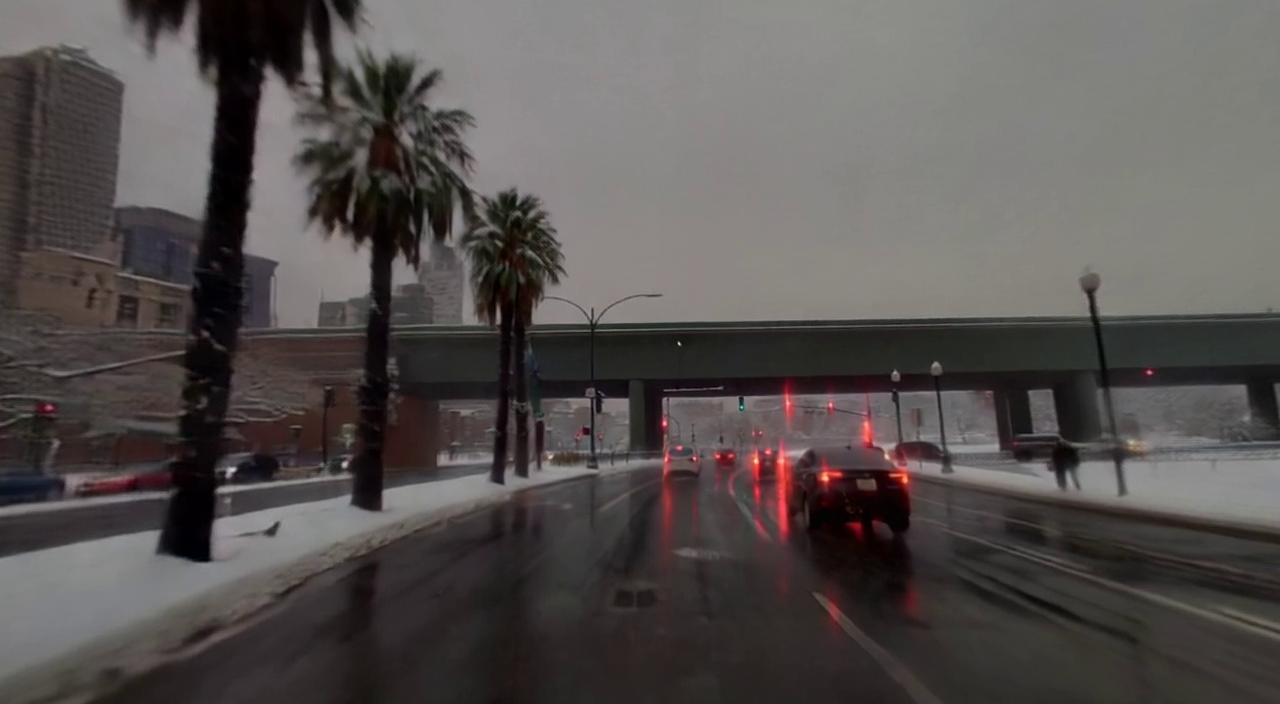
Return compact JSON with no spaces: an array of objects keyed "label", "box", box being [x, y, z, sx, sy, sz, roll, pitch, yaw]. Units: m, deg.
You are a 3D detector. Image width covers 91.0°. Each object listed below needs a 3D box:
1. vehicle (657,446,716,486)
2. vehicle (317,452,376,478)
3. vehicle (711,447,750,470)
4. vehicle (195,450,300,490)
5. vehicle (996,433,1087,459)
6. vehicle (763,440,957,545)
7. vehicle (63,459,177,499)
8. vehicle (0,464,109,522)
[{"label":"vehicle","box":[2.005,4.636,25.932,2.077,1.518,3.760,-2,-9,9]},{"label":"vehicle","box":[-21.984,8.470,47.320,2.106,1.791,4.618,0,-9,1]},{"label":"vehicle","box":[6.394,7.438,43.992,2.134,1.492,4.674,-3,-9,15]},{"label":"vehicle","box":[-18.543,5.560,30.055,2.040,1.749,4.796,0,-9,-2]},{"label":"vehicle","box":[31.661,7.437,49.744,5.771,2.019,2.293,1,-9,-7]},{"label":"vehicle","box":[3.684,2.434,11.687,2.051,1.509,4.933,-1,-9,3]},{"label":"vehicle","box":[-21.708,5.280,26.473,1.693,1.505,3.698,0,-9,-2]},{"label":"vehicle","box":[-18.368,4.079,18.446,1.912,1.482,4.495,0,-9,-4]}]
